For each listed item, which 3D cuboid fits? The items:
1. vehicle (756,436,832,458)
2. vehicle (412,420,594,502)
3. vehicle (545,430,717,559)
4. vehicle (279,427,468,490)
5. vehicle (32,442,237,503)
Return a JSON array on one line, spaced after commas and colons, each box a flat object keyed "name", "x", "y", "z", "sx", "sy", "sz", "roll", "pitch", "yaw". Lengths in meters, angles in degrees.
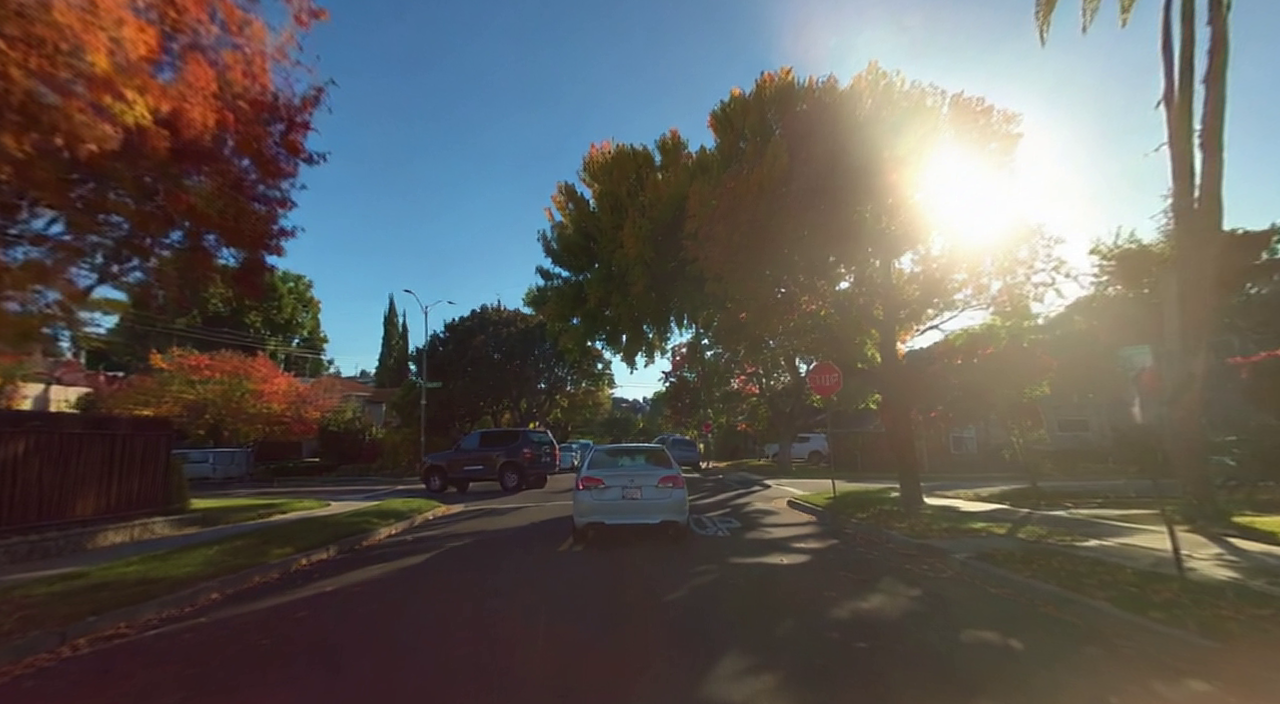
[{"name": "vehicle", "x": 12.040, "y": 7.470, "z": 49.317, "sx": 5.379, "sy": 1.731, "sz": 2.080, "roll": 0, "pitch": -9, "yaw": 0}, {"name": "vehicle", "x": -4.505, "y": 3.411, "z": 20.039, "sx": 5.941, "sy": 2.187, "sz": 2.730, "roll": -8, "pitch": -12, "yaw": 43}, {"name": "vehicle", "x": -0.112, "y": 1.993, "z": 9.493, "sx": 2.010, "sy": 1.499, "sz": 4.107, "roll": 0, "pitch": -9, "yaw": 0}, {"name": "vehicle", "x": -9.695, "y": 3.832, "z": 22.868, "sx": 6.308, "sy": 2.057, "sz": 2.353, "roll": -3, "pitch": -9, "yaw": 20}, {"name": "vehicle", "x": -15.125, "y": 3.681, "z": 18.976, "sx": 4.521, "sy": 1.447, "sz": 1.913, "roll": -4, "pitch": -13, "yaw": 1}]
